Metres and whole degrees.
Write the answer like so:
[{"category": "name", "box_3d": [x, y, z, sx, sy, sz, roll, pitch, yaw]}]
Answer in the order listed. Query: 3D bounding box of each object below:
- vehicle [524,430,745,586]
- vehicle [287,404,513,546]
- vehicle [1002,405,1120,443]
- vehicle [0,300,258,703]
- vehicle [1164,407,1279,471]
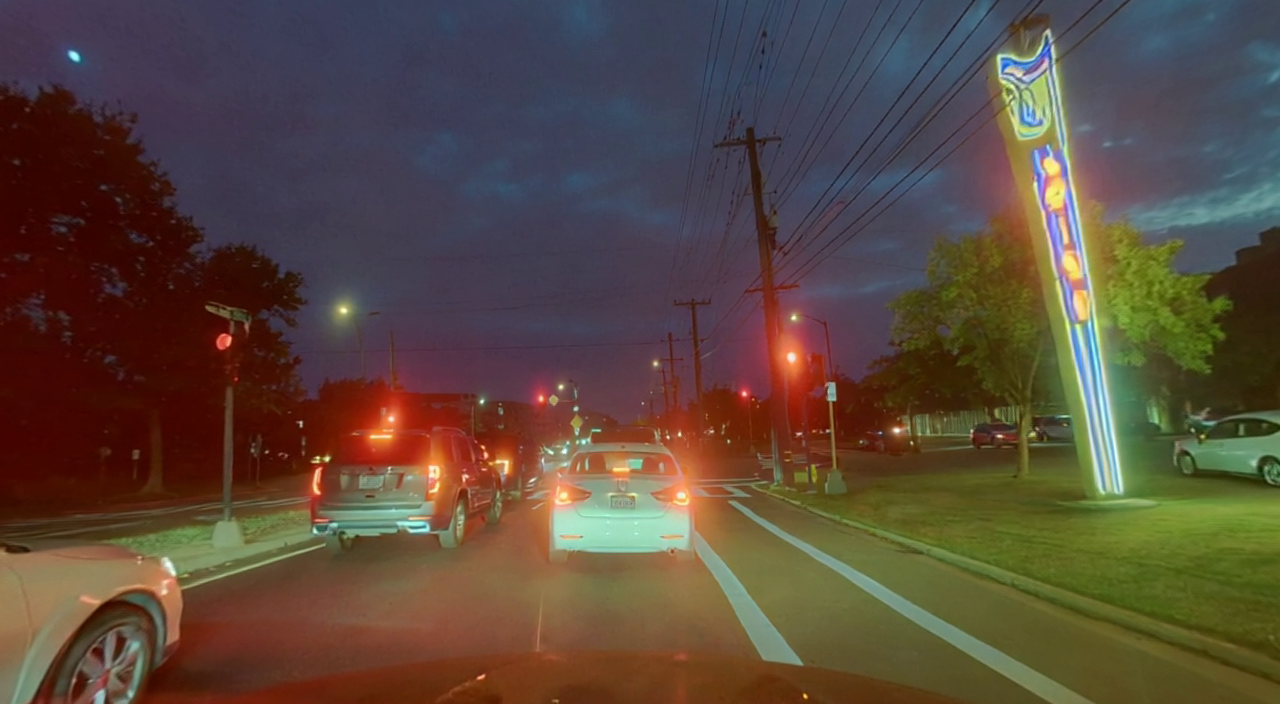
[{"category": "vehicle", "box_3d": [-0.104, 1.800, 8.138, 2.121, 1.474, 3.968, 0, -8, -1]}, {"category": "vehicle", "box_3d": [-3.850, 2.085, 11.368, 2.147, 1.963, 4.927, 0, -8, -1]}, {"category": "vehicle", "box_3d": [26.849, 4.642, 40.505, 5.782, 2.286, 2.223, -1, -9, 4]}, {"category": "vehicle", "box_3d": [-3.594, 0.631, 1.525, 2.085, 1.943, 5.053, 0, -8, 1]}, {"category": "vehicle", "box_3d": [17.009, 2.544, 18.270, 1.858, 1.622, 4.491, -5, -10, 28]}]
